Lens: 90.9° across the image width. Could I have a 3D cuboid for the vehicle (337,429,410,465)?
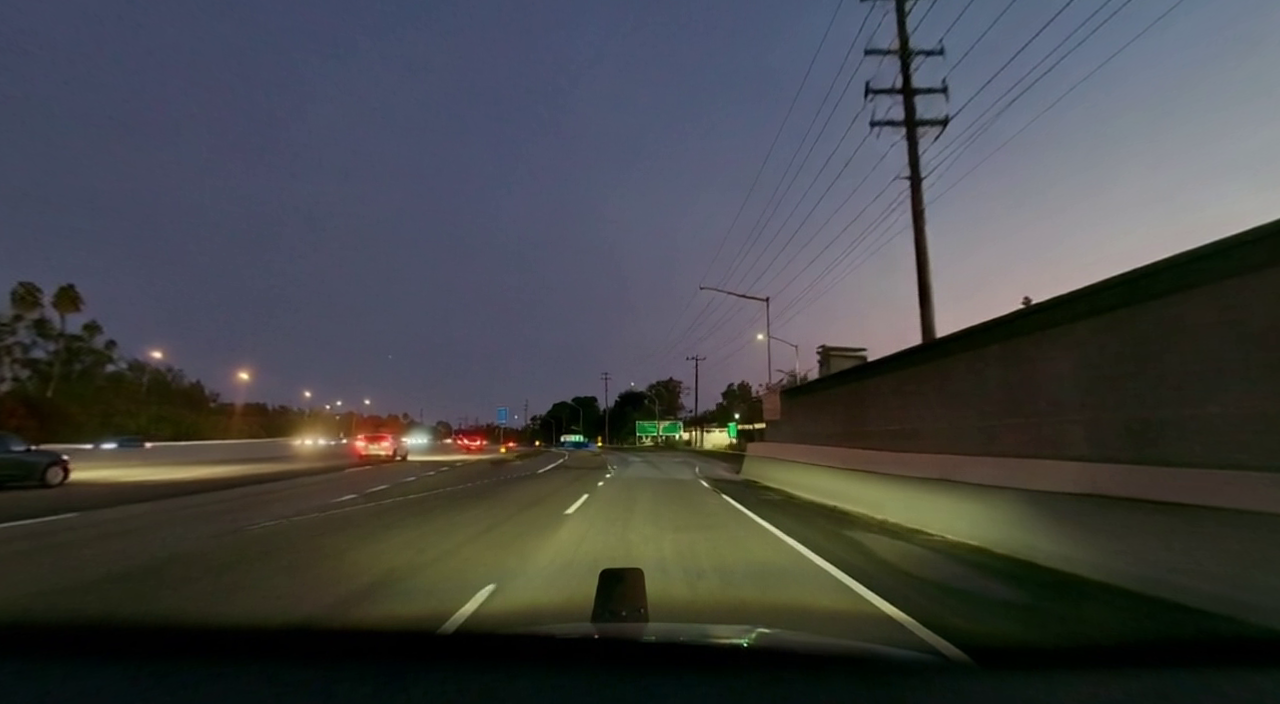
[{"bbox_3d":[-12.762,4.595,30.526,2.029,1.609,3.935,1,-8,-4],"label":"vehicle"}]
